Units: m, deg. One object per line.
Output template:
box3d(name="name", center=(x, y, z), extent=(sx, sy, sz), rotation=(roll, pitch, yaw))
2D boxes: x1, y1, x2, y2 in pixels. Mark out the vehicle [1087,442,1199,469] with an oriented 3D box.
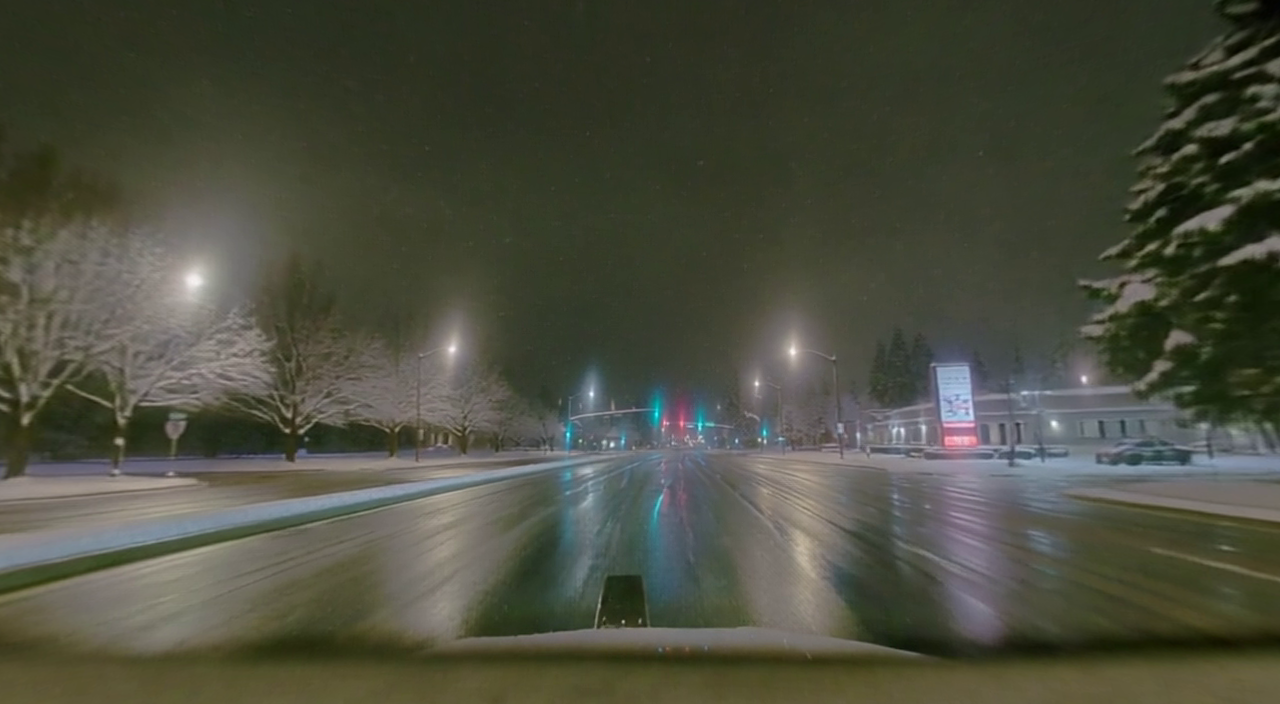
box3d(name="vehicle", center=(27.971, 5.748, 35.046), extent=(4.440, 1.378, 1.936), rotation=(0, -7, 6))
